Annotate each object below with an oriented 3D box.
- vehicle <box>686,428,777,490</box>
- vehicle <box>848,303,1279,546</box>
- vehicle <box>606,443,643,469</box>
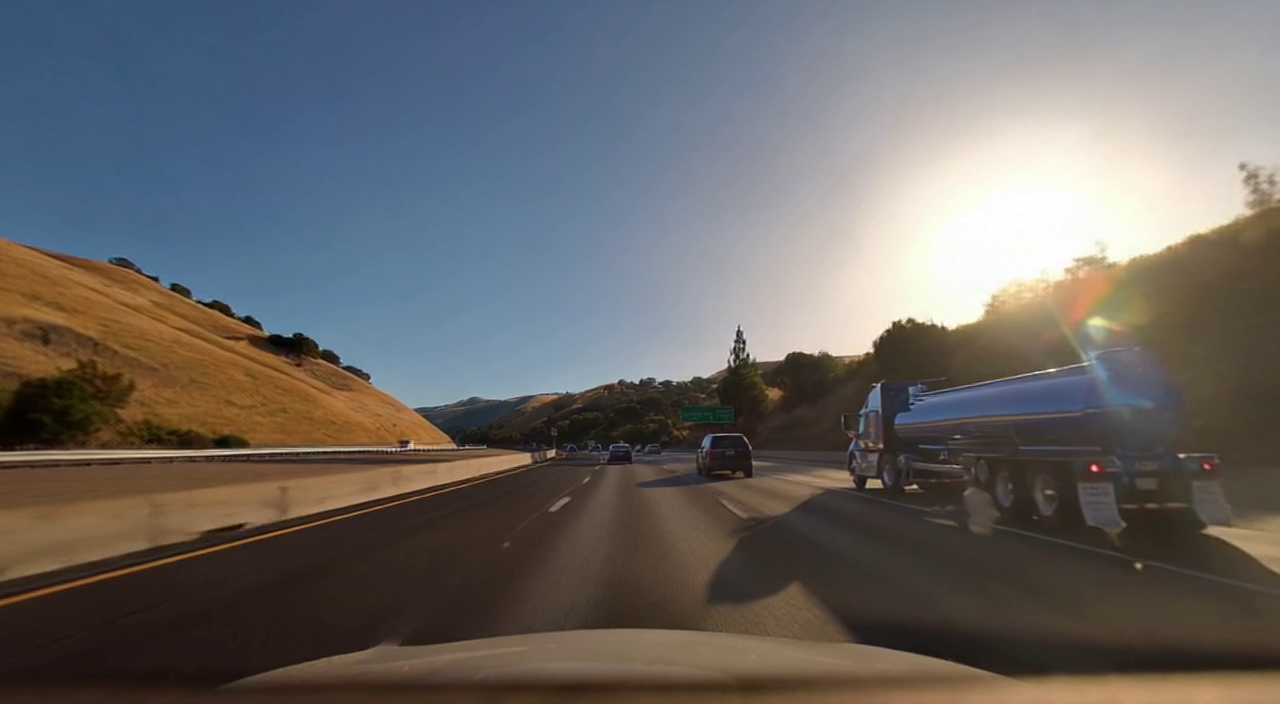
[{"bbox_3d":[2.859,3.470,20.840,2.098,1.794,4.561,0,-9,-3],"label":"vehicle"},{"bbox_3d":[7.565,1.657,13.336,2.805,3.212,9.978,0,-9,-1],"label":"vehicle"},{"bbox_3d":[-0.953,6.157,37.584,2.083,1.477,3.965,0,-9,-3],"label":"vehicle"}]
